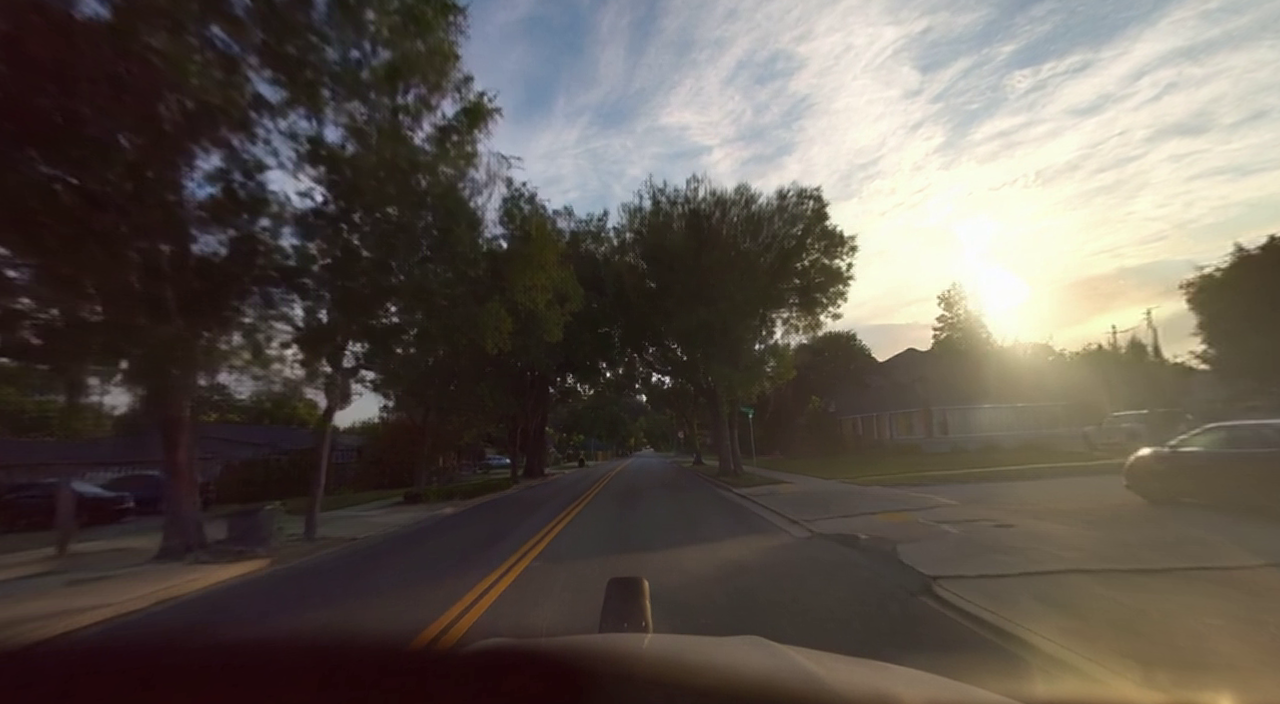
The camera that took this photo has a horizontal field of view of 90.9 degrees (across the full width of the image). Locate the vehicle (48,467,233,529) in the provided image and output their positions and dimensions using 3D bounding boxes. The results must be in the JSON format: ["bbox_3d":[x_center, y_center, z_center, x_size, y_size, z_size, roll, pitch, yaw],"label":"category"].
[{"bbox_3d":[-15.053,4.375,19.422,1.830,1.495,4.641,0,-8,1],"label":"vehicle"}]

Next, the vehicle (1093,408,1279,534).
[{"bbox_3d":[8.553,1.536,8.389,1.806,1.496,4.164,0,-8,-2],"label":"vehicle"}]
